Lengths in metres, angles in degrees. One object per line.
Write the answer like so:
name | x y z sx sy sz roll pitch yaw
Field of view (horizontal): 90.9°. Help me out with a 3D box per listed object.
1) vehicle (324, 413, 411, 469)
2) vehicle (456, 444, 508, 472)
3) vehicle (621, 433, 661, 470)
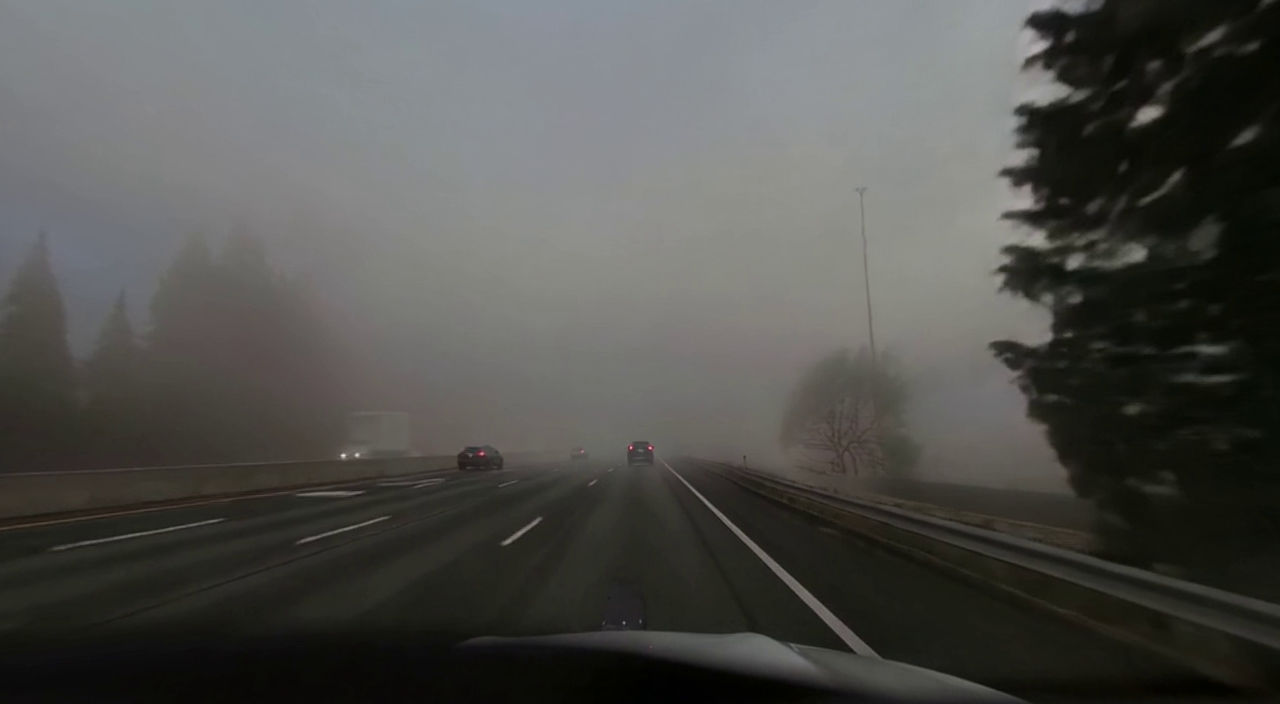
vehicle | -14.128 4.700 33.059 2.499 2.625 4.804 -1 -9 -2
vehicle | -10.182 6.847 41.034 2.037 1.661 4.885 0 -8 1
vehicle | 0.071 6.169 39.348 2.318 2.145 4.561 0 -8 0
